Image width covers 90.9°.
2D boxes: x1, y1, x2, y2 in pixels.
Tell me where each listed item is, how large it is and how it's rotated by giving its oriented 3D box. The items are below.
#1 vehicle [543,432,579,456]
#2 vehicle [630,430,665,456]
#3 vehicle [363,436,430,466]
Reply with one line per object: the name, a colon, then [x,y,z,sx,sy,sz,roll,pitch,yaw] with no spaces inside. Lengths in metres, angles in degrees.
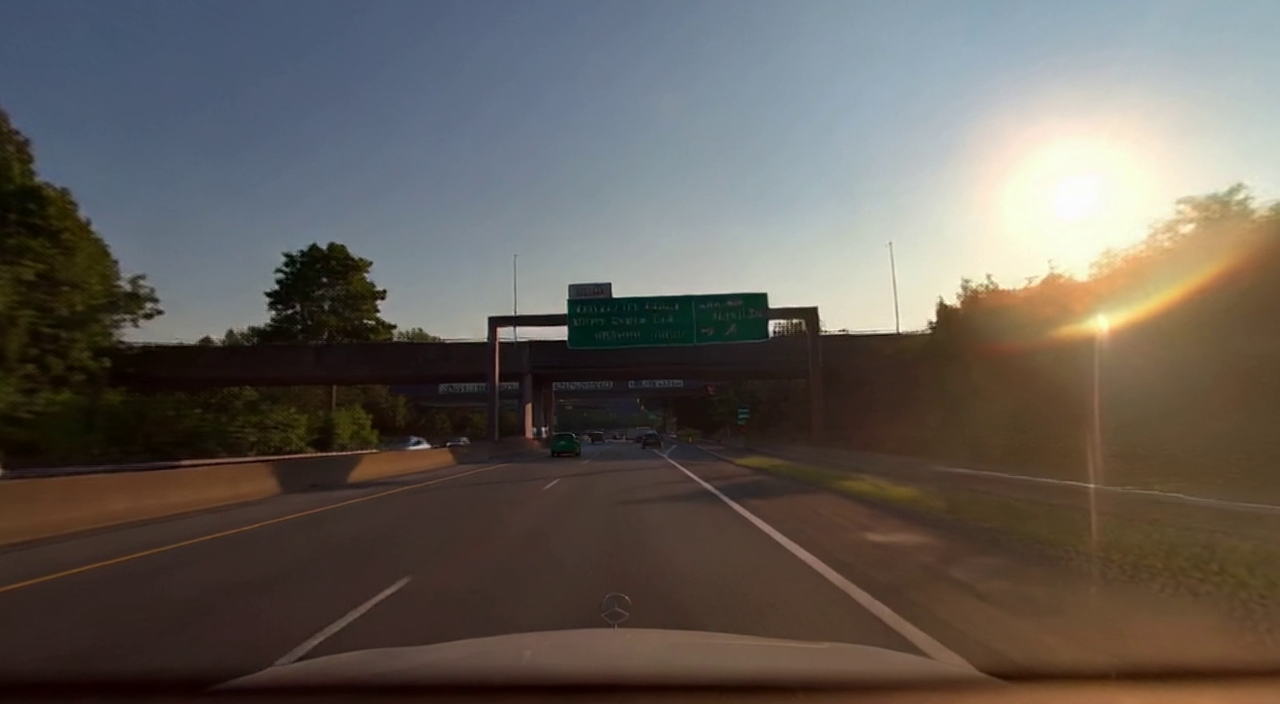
vehicle: [-5.177,6.050,41.519,1.959,1.514,3.668,0,-8,-1]
vehicle: [0.466,5.849,40.581,2.139,1.561,4.060,0,-8,1]
vehicle: [-13.397,5.444,34.988,1.976,1.495,4.556,0,-8,-1]
